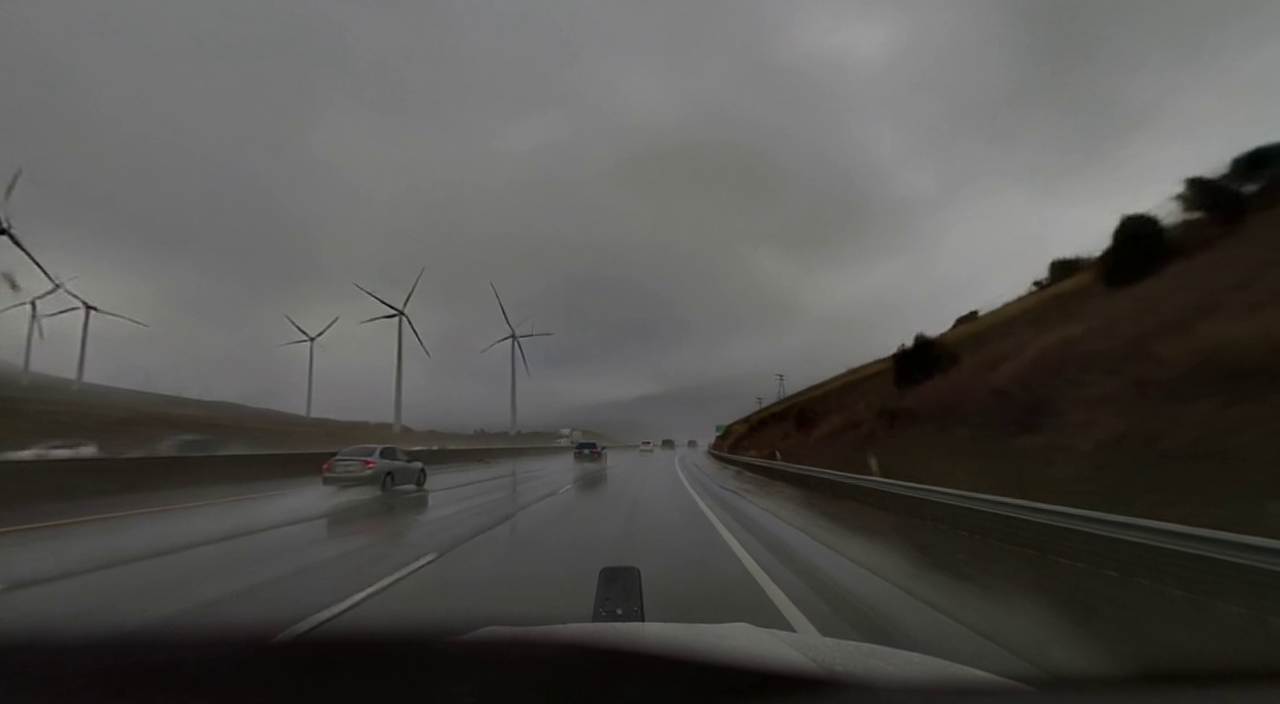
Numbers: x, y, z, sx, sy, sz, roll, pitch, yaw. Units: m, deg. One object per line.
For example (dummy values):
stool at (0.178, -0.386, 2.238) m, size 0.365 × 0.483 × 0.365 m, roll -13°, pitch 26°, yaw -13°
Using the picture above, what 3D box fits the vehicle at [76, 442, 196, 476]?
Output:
vehicle at (-24.441, 5.198, 30.791) m, size 1.871 × 1.501 × 4.593 m, roll -1°, pitch -9°, yaw 3°

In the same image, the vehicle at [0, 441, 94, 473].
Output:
vehicle at (-31.829, 5.481, 33.131) m, size 1.843 × 1.578 × 4.664 m, roll 0°, pitch -9°, yaw 3°

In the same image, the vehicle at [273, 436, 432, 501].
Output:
vehicle at (-7.680, 3.159, 17.495) m, size 2.015 × 1.537 × 4.728 m, roll 0°, pitch -9°, yaw 3°

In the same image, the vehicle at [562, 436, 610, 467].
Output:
vehicle at (-3.051, 5.742, 36.490) m, size 2.118 × 1.702 × 4.355 m, roll -1°, pitch -9°, yaw 4°
